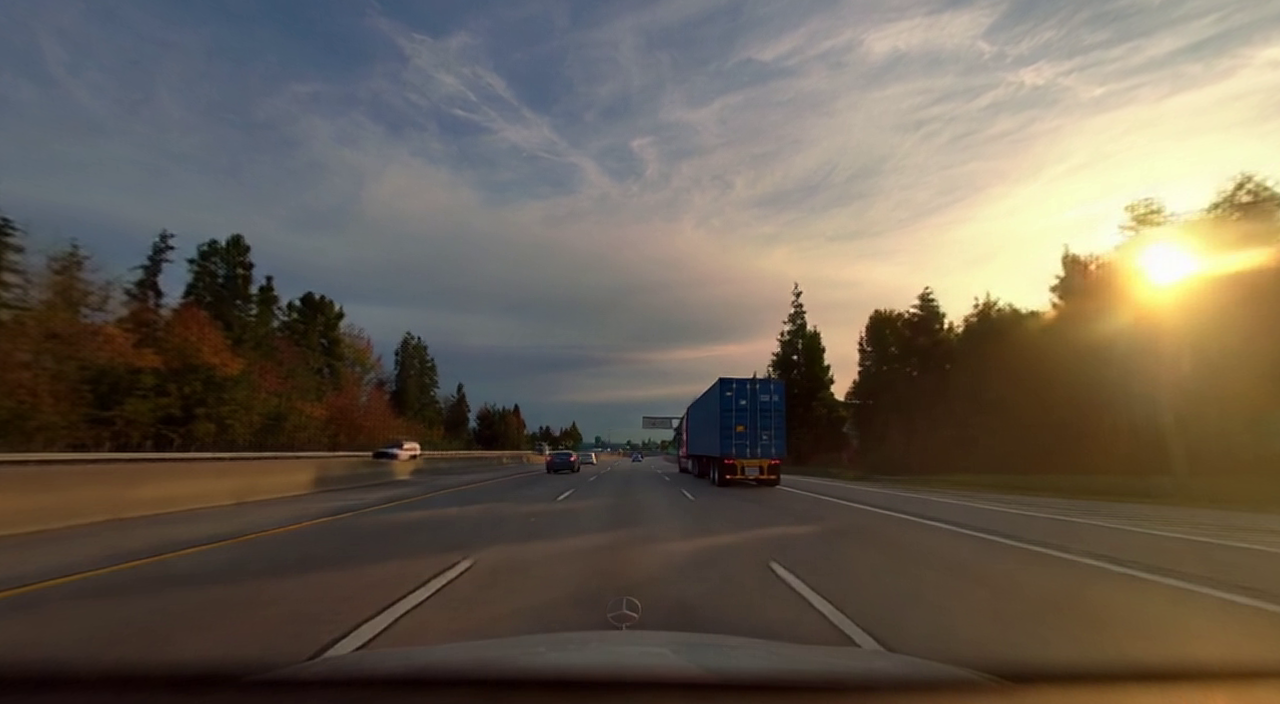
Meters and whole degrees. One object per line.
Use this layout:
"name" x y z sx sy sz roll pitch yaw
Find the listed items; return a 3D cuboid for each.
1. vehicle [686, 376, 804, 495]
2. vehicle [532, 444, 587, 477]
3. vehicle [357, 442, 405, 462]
"vehicle" 4.044 3.836 28.017 2.821 4.046 12.876 0 -9 -1
"vehicle" -4.330 5.941 34.808 2.370 1.647 5.091 0 -9 0
"vehicle" -20.202 7.842 49.293 1.828 1.455 4.660 0 -9 -1
